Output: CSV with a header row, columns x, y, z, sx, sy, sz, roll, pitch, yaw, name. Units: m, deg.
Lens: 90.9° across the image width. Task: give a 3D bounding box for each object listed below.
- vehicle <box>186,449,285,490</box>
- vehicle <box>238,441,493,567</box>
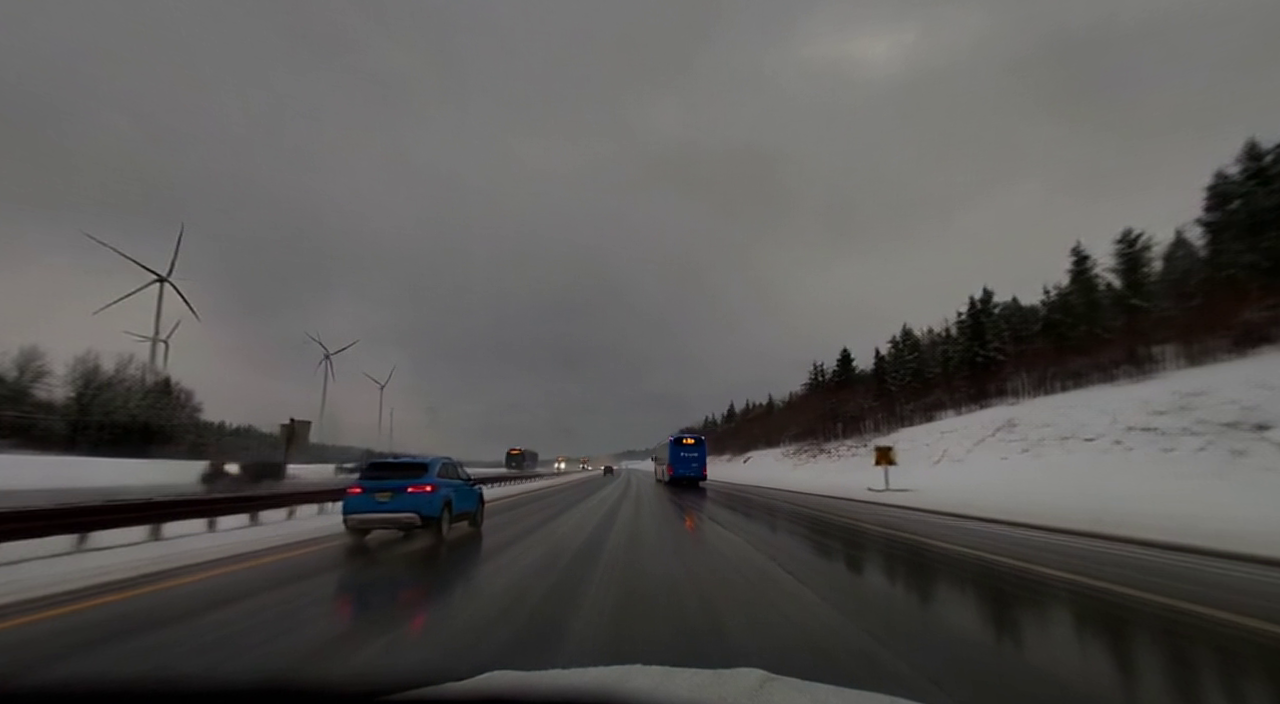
x,y,z,sx,sy,sz,roll,pitch,yaw,name
-19.433,5.685,30.529,1.922,1.778,4.263,1,-10,-1,vehicle
-4.027,2.346,10.282,2.213,1.568,4.274,1,-10,0,vehicle
